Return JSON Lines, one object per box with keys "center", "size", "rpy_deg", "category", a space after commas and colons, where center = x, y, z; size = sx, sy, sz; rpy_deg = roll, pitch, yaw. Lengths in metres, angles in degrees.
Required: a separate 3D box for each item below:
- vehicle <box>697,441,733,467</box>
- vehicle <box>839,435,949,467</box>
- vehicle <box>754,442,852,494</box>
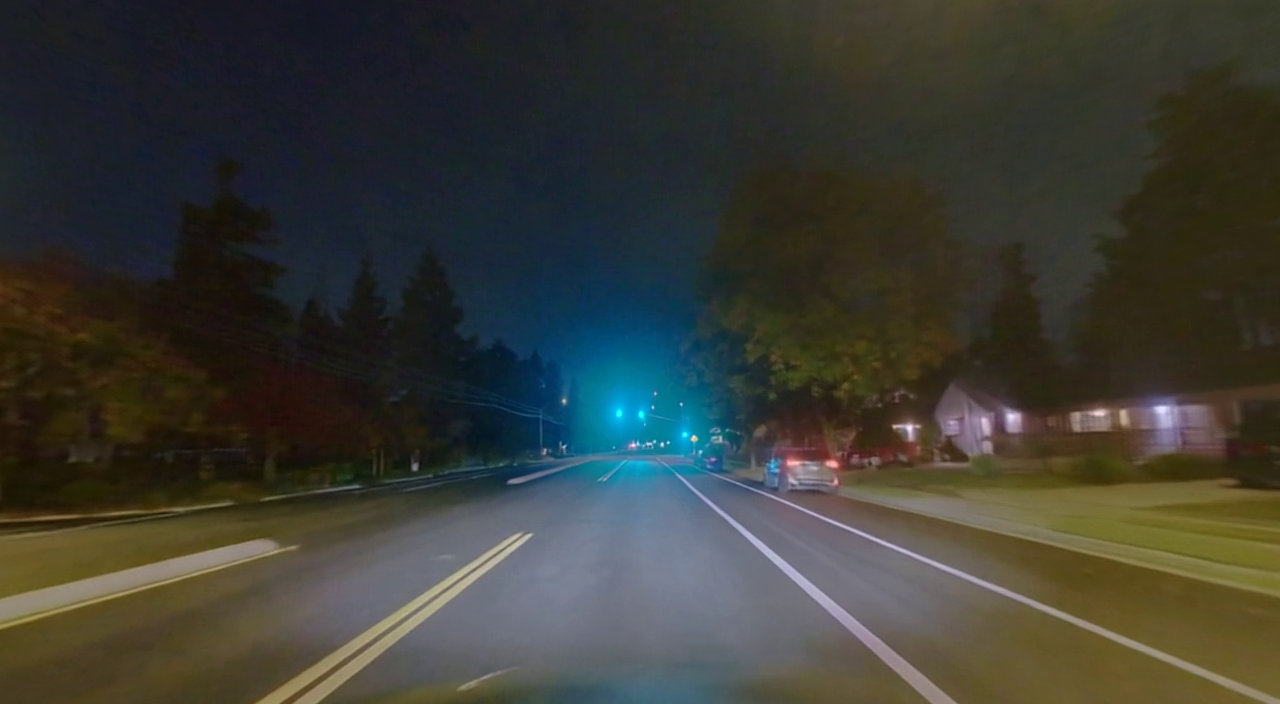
{"center": [5.343, 7.353, 45.425], "size": [2.069, 1.743, 4.595], "rpy_deg": [0, -9, 0], "category": "vehicle"}
{"center": [12.253, 4.806, 30.577], "size": [4.502, 1.470, 1.839], "rpy_deg": [0, -9, 0], "category": "vehicle"}
{"center": [5.171, 3.738, 20.720], "size": [2.032, 1.478, 5.040], "rpy_deg": [0, -9, 2], "category": "vehicle"}
